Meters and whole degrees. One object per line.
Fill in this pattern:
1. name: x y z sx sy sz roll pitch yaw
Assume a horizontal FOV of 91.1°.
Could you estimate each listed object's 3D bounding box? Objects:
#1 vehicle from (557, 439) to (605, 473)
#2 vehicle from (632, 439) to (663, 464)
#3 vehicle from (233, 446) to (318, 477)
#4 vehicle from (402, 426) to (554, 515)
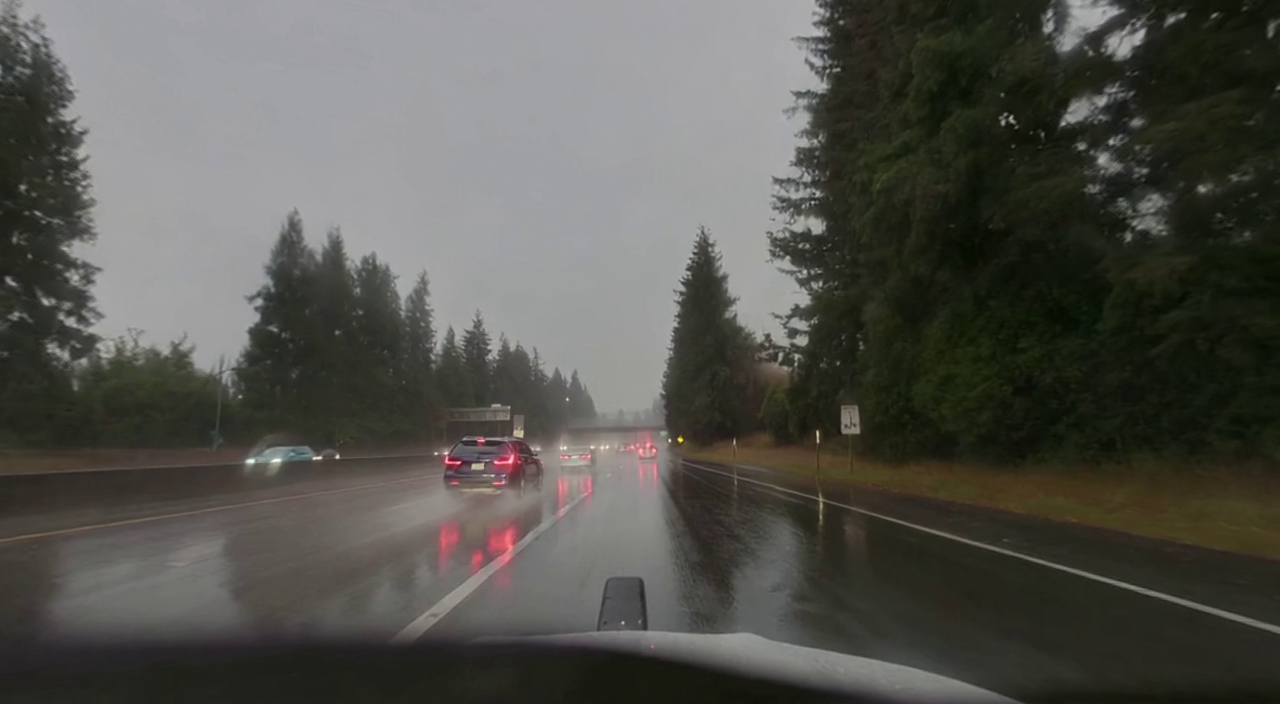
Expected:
1. vehicle: -3.077 5.532 33.745 2.056 1.679 4.204 0 -8 1
2. vehicle: 0.538 7.540 47.629 2.285 1.797 4.478 0 -8 0
3. vehicle: -20.102 6.012 34.852 1.931 1.574 4.441 0 -8 1
4. vehicle: -3.427 2.622 14.529 2.040 1.672 5.122 0 -8 1
